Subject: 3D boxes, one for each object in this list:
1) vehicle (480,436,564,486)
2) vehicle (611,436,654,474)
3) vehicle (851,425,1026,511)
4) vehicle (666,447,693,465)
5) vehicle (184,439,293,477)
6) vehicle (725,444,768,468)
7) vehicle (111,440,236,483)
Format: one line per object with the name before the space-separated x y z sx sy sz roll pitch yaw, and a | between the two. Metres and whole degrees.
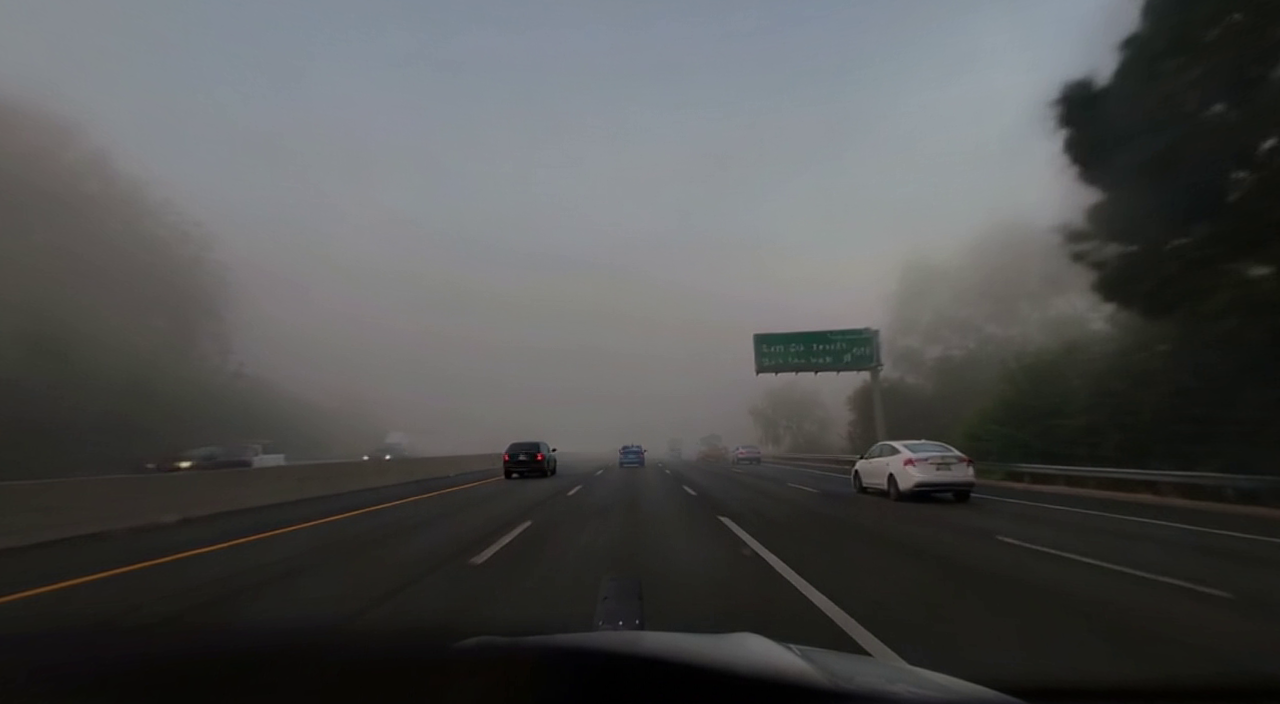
vehicle | -4.197 3.974 23.278 2.126 1.631 4.643 0 -8 1
vehicle | -0.347 5.144 31.792 2.002 1.759 4.658 0 -8 0
vehicle | 6.604 2.605 14.609 1.944 1.666 4.184 0 -9 0
vehicle | 2.975 7.993 48.634 1.816 1.353 3.809 0 -8 -1
vehicle | -21.366 5.650 33.977 2.093 1.851 5.667 0 -9 0
vehicle | 6.743 6.629 40.433 1.879 1.428 4.402 0 -9 -1
vehicle | -17.801 4.184 24.359 1.817 1.500 3.838 0 -9 0
